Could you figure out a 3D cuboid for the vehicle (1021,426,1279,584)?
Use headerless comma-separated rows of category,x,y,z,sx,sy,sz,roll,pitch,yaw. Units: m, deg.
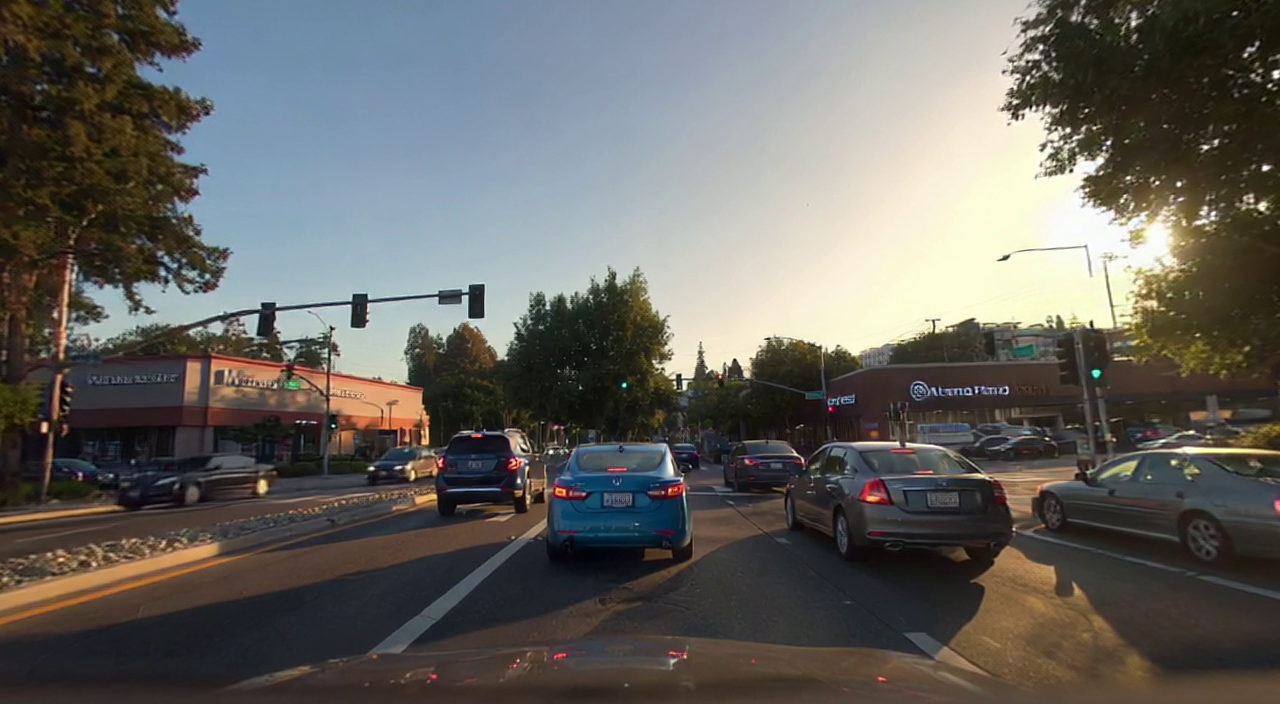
vehicle,7.189,1.737,7.860,2.004,1.508,4.646,0,-8,0

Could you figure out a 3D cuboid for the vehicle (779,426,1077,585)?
vehicle,3.237,1.791,8.230,2.020,1.513,4.120,0,-8,2

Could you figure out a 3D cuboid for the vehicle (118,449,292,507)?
vehicle,-12.528,3.609,18.644,1.872,1.463,4.455,0,-8,2

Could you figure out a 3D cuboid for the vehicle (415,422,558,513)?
vehicle,-3.449,2.722,15.424,2.160,1.823,5.115,0,-8,1

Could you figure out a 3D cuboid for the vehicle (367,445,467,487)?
vehicle,-8.335,4.286,24.116,2.045,1.438,4.480,0,-8,2

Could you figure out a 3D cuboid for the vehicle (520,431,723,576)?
vehicle,-0.166,1.864,8.566,2.098,1.477,3.897,0,-8,1
